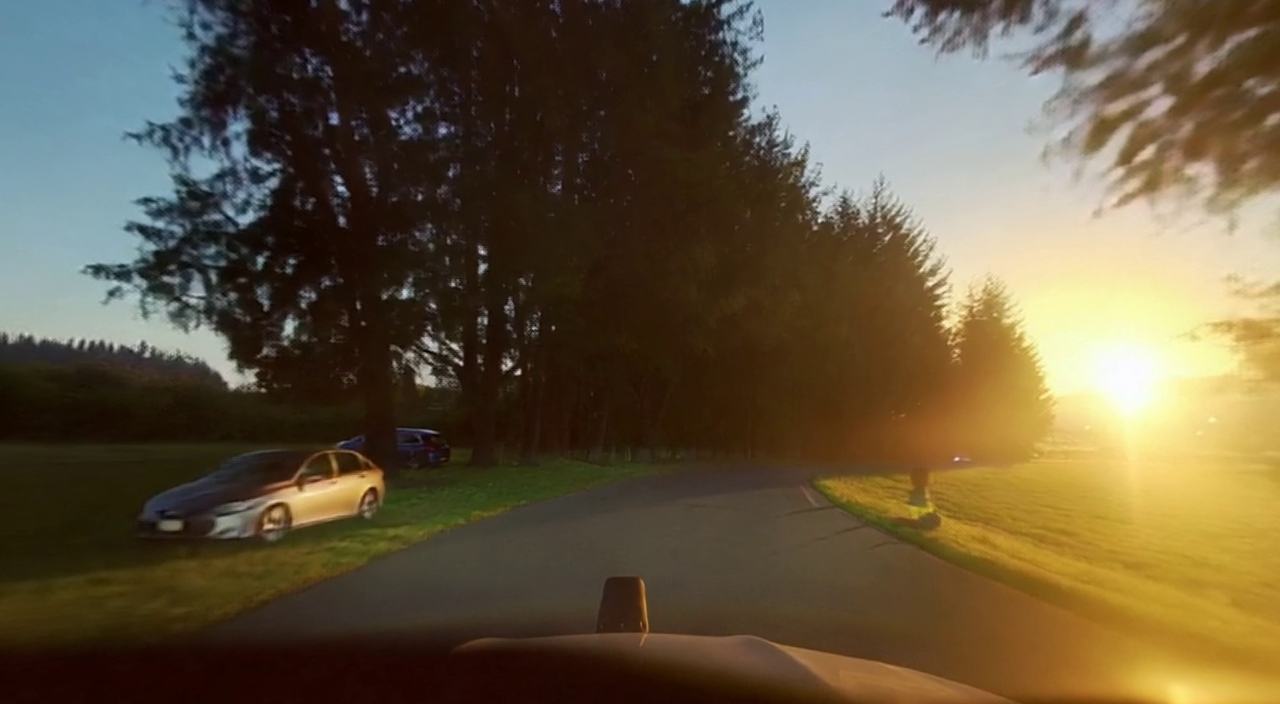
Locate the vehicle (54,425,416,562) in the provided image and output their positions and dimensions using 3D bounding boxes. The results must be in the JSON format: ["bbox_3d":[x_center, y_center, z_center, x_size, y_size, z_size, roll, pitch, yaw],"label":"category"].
[{"bbox_3d":[-5.436,1.983,9.529,2.166,1.512,4.822,0,-9,2],"label":"vehicle"}]
